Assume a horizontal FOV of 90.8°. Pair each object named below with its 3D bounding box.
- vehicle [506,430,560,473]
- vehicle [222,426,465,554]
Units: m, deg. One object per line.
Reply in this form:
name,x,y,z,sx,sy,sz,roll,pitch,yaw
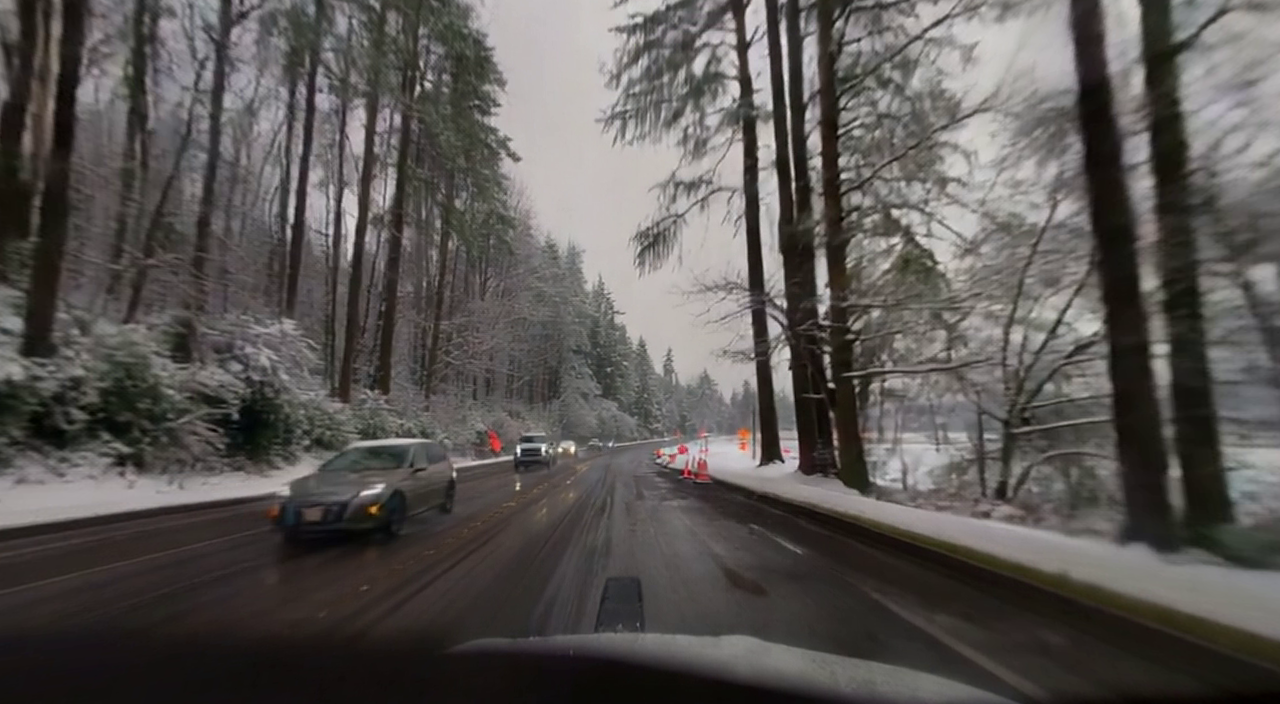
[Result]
vehicle,-5.429,5.107,32.622,2.064,2.009,4.512,-1,-8,-1
vehicle,-4.427,2.088,10.285,2.001,1.642,3.942,-1,-8,1
